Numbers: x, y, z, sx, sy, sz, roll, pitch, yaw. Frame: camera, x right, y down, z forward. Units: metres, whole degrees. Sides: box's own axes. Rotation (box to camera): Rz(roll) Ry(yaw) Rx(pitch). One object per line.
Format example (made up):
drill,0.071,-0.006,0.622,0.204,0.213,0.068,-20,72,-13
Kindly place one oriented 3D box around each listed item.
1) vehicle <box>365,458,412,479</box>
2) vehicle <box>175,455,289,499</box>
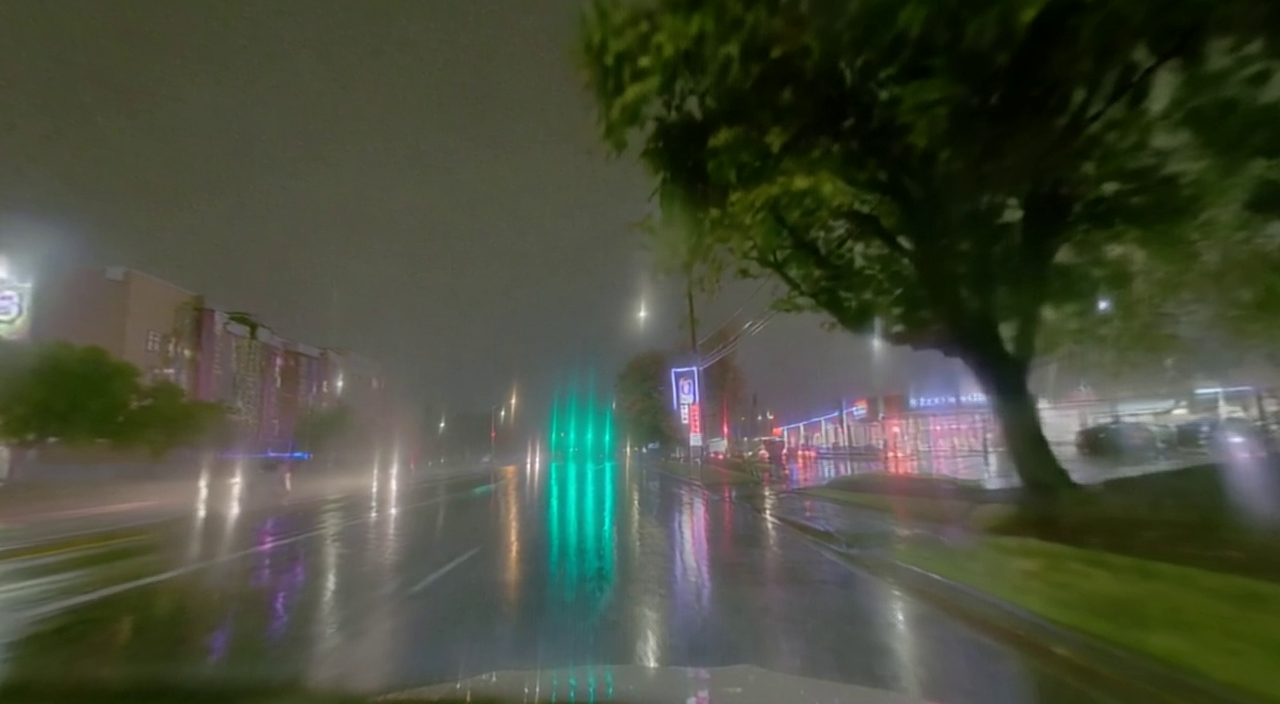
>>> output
vehicle,-19.597,9.059,49.197,1.834,1.469,4.496,0,-8,-1
vehicle,-18.914,5.788,29.521,2.067,1.806,4.832,0,-8,0
